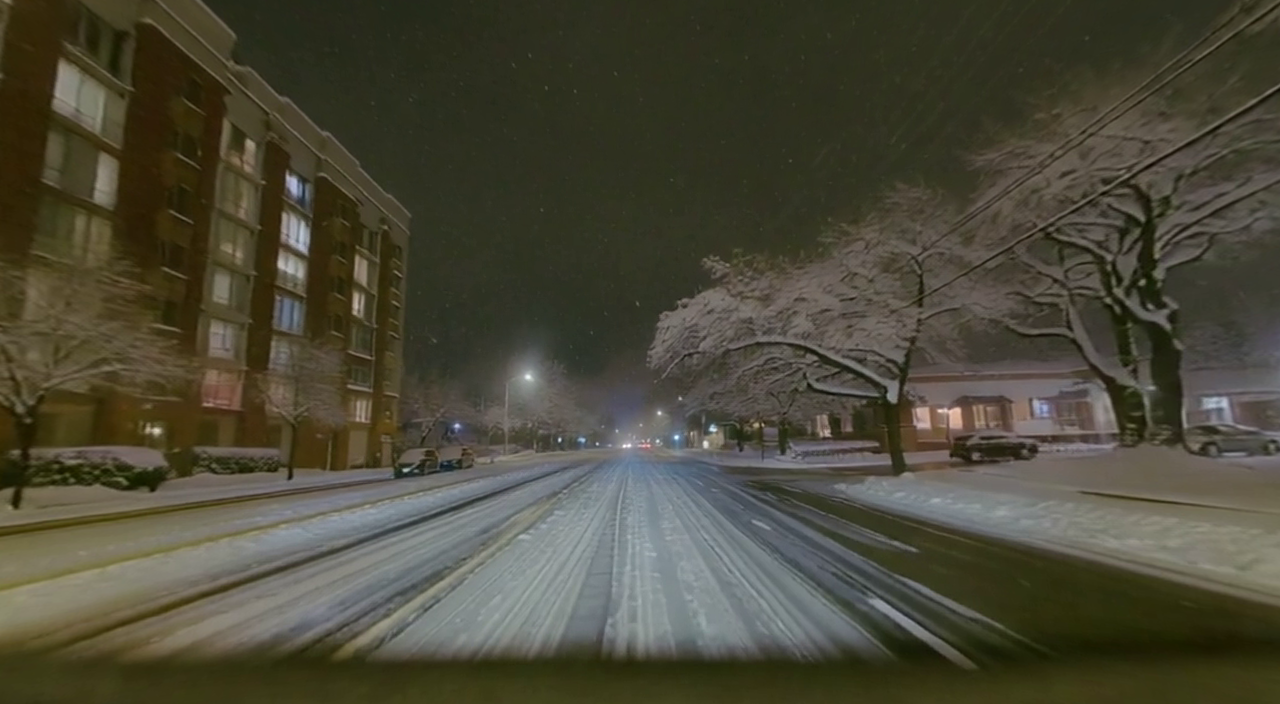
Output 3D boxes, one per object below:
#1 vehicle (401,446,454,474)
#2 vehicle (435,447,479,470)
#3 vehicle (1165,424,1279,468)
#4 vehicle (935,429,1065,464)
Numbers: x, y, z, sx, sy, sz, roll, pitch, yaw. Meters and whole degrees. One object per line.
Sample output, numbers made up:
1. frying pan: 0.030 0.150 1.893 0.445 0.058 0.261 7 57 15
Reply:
1. vehicle: -13.317 6.750 39.822 1.851 1.645 4.152 -1 -8 1
2. vehicle: -13.158 7.663 45.652 1.871 1.503 4.407 -2 -8 0
3. vehicle: 24.954 3.843 25.941 4.861 1.684 2.014 -1 -8 1
4. vehicle: 18.614 4.922 32.832 5.466 1.734 1.999 -1 -9 1
